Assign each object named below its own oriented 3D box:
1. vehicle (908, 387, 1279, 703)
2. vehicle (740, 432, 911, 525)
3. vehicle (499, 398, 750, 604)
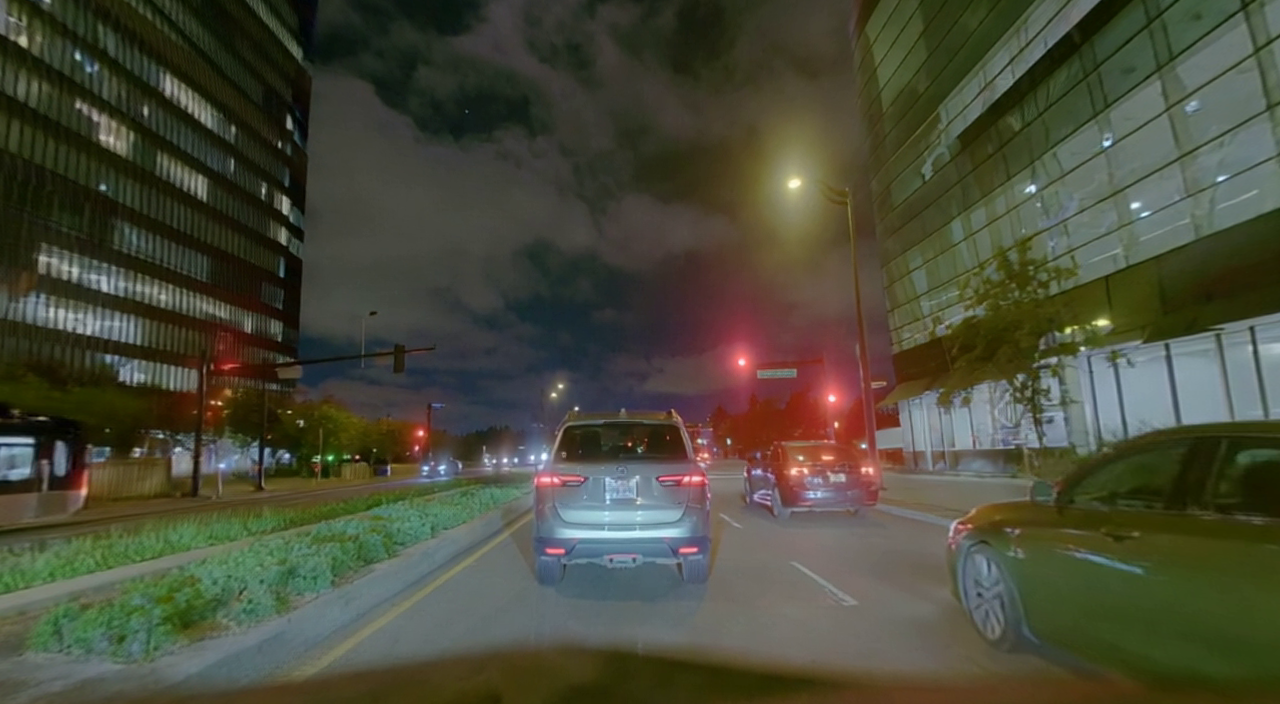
[{"bbox_3d":[3.137,0.956,2.729,1.993,1.480,4.324,0,-8,-1],"label":"vehicle"},{"bbox_3d":[3.550,2.510,13.091,2.128,1.582,4.188,0,-8,-2],"label":"vehicle"},{"bbox_3d":[-0.193,1.608,7.713,2.178,1.779,4.255,0,-8,-2],"label":"vehicle"}]
